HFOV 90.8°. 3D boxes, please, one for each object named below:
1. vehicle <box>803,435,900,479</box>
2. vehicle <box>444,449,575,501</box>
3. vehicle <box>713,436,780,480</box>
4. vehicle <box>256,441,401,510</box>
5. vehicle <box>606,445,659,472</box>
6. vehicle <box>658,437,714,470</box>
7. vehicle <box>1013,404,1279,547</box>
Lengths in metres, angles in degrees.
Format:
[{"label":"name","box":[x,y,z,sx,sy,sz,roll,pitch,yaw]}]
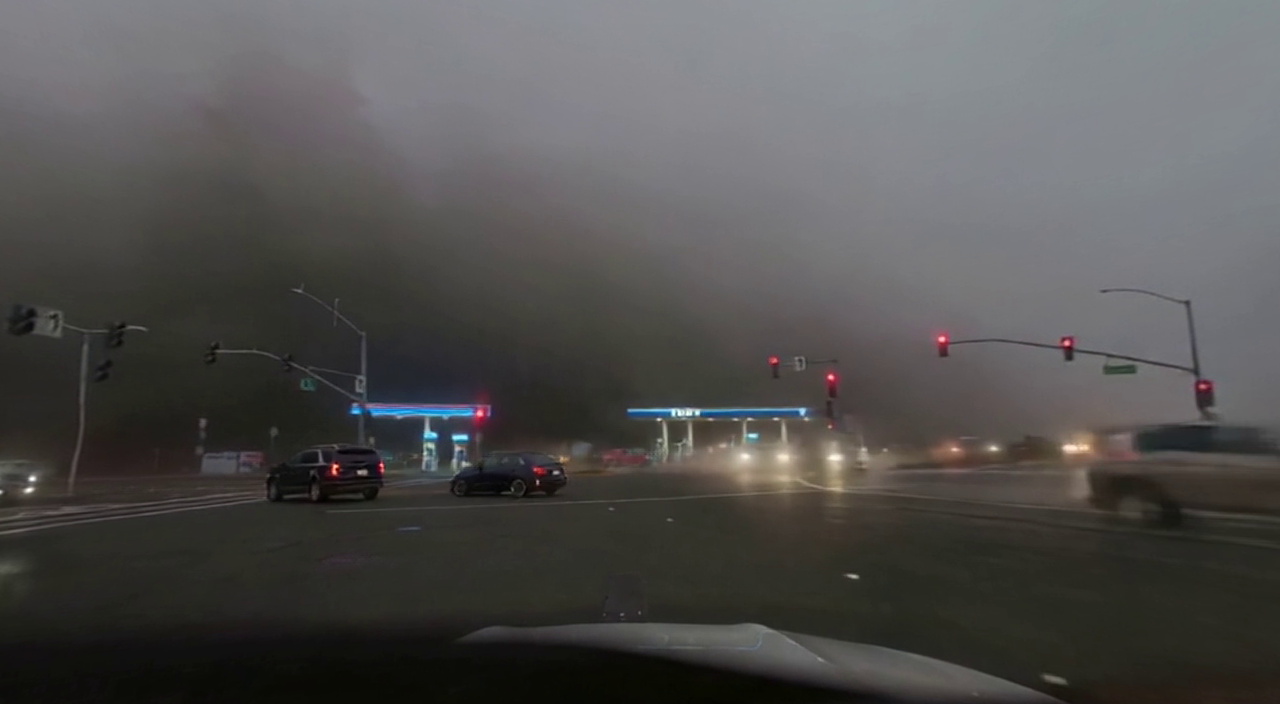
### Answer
[{"label":"vehicle","box":[8.334,4.202,25.387,1.976,1.573,4.543,0,-9,-5]},{"label":"vehicle","box":[-4.359,3.956,20.683,1.965,1.460,4.581,8,-13,-44]},{"label":"vehicle","box":[4.290,4.367,26.121,2.126,1.626,4.585,-1,-9,2]},{"label":"vehicle","box":[-9.443,3.639,19.029,4.616,1.733,2.351,-9,-11,42]},{"label":"vehicle","box":[-0.422,6.687,39.876,2.210,1.542,4.501,-4,-10,14]},{"label":"vehicle","box":[3.013,6.402,39.894,2.517,1.875,5.774,-3,-9,14]},{"label":"vehicle","box":[8.638,1.830,9.690,2.016,1.828,4.503,4,-10,-26]}]
